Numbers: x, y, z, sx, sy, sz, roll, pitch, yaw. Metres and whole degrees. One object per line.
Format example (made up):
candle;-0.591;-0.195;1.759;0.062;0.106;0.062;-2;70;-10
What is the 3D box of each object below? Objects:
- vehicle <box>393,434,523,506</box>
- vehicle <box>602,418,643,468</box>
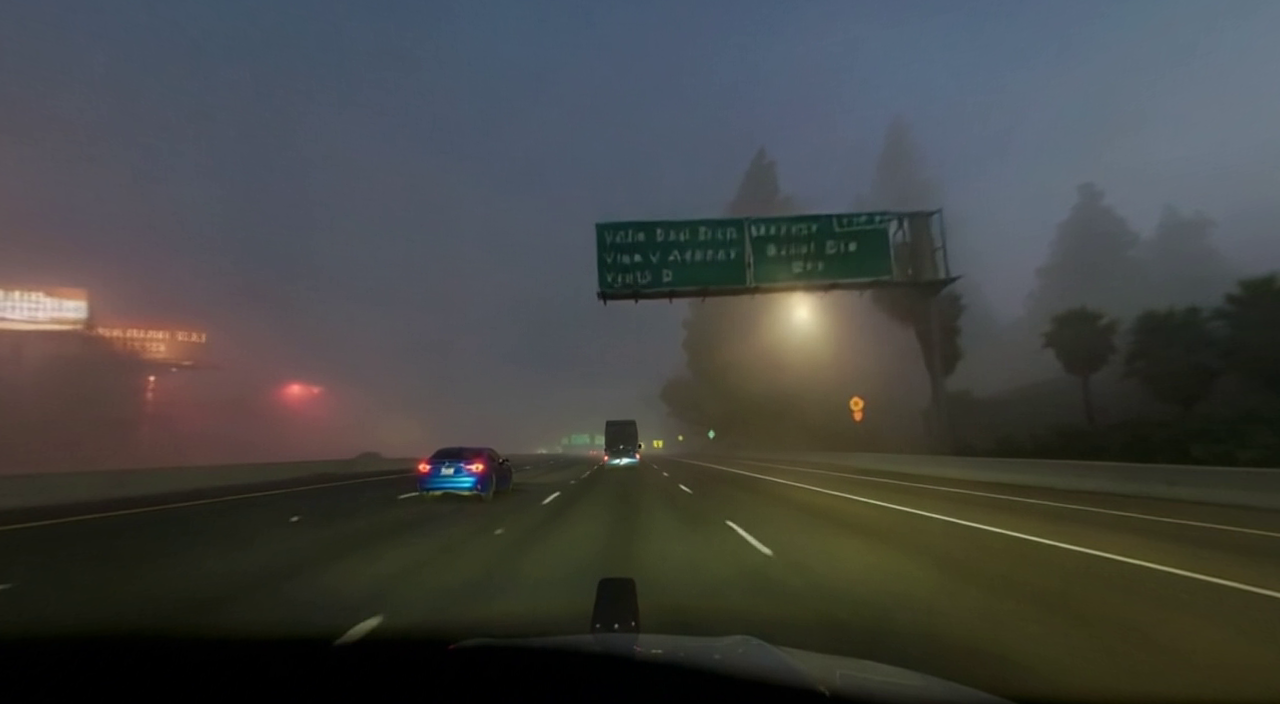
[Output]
vehicle;-4.545;3.012;16.667;2.021;1.598;4.887;0;-8;-1
vehicle;-1.122;5.807;40.286;2.364;2.953;6.495;0;-8;-2
